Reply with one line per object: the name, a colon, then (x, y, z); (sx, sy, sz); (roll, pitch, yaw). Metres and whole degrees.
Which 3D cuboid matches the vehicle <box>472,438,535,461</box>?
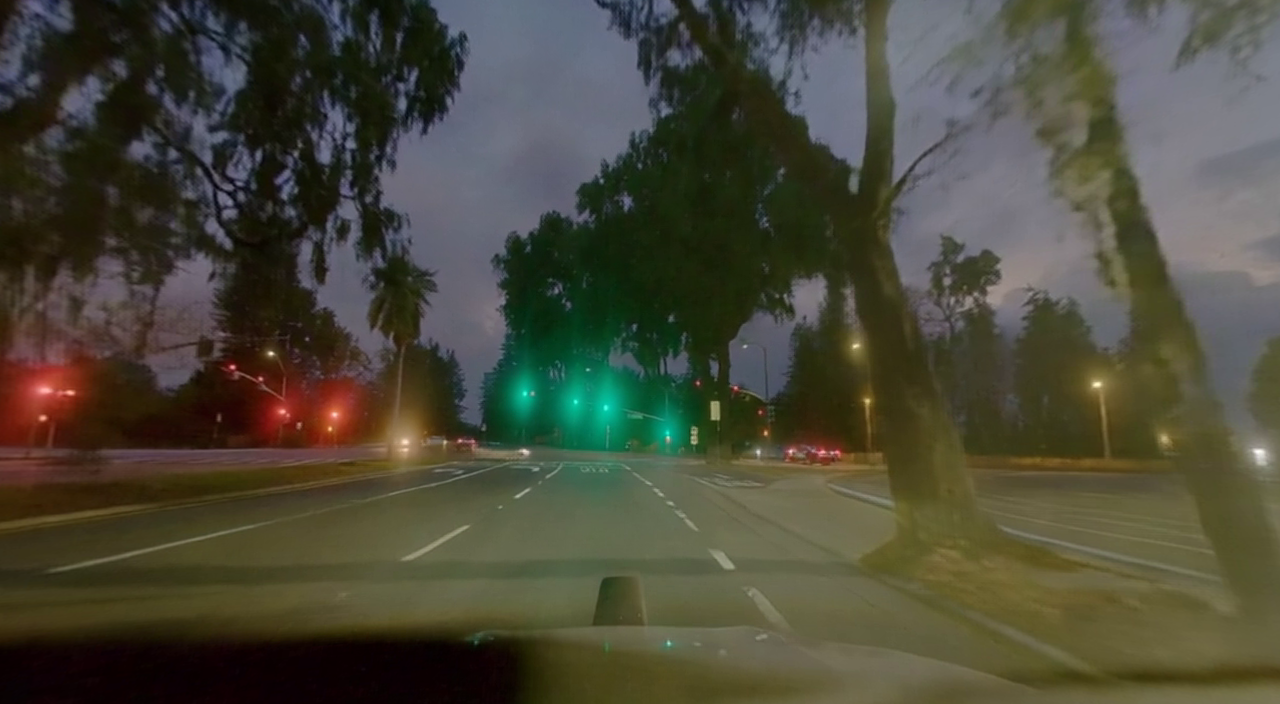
vehicle: (-10.494, 7.467, 48.569); (4.605, 1.665, 1.888); (2, -9, -14)
